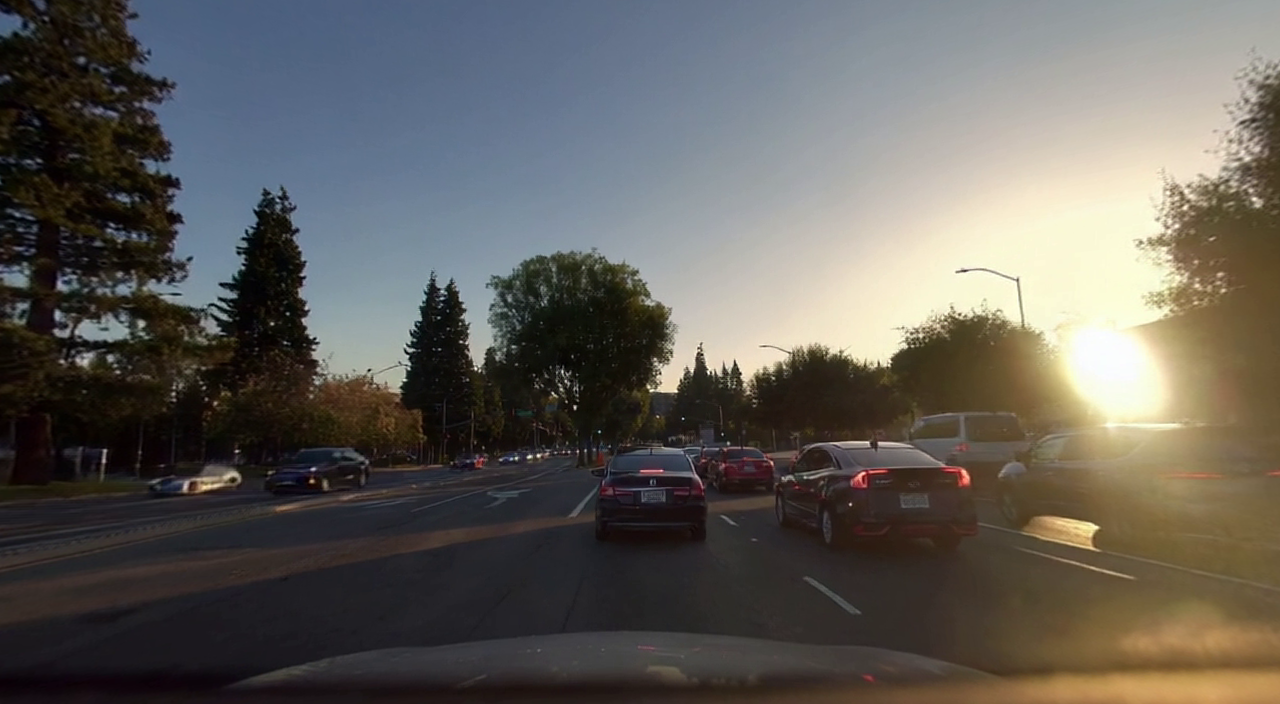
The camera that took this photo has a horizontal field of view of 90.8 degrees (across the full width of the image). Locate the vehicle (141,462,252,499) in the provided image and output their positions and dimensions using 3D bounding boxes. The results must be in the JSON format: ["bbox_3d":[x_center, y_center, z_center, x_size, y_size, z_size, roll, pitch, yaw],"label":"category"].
[{"bbox_3d":[-18.434,5.334,26.524,1.798,1.333,3.944,0,-9,0],"label":"vehicle"}]

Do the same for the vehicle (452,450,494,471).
[{"bbox_3d":[-12.473,8.105,47.422,1.943,1.467,4.442,0,-9,0],"label":"vehicle"}]

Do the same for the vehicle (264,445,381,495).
[{"bbox_3d":[-11.644,4.316,23.589,1.980,1.675,4.581,0,-8,0],"label":"vehicle"}]

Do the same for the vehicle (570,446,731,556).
[{"bbox_3d":[0.096,2.154,9.913,1.990,1.347,4.067,0,-8,-1],"label":"vehicle"}]

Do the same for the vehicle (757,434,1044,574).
[{"bbox_3d":[3.191,1.970,9.150,1.970,1.445,4.974,0,-8,-1],"label":"vehicle"}]

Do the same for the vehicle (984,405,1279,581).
[{"bbox_3d":[6.910,1.727,8.536,1.987,1.730,4.373,0,-8,-1],"label":"vehicle"}]
